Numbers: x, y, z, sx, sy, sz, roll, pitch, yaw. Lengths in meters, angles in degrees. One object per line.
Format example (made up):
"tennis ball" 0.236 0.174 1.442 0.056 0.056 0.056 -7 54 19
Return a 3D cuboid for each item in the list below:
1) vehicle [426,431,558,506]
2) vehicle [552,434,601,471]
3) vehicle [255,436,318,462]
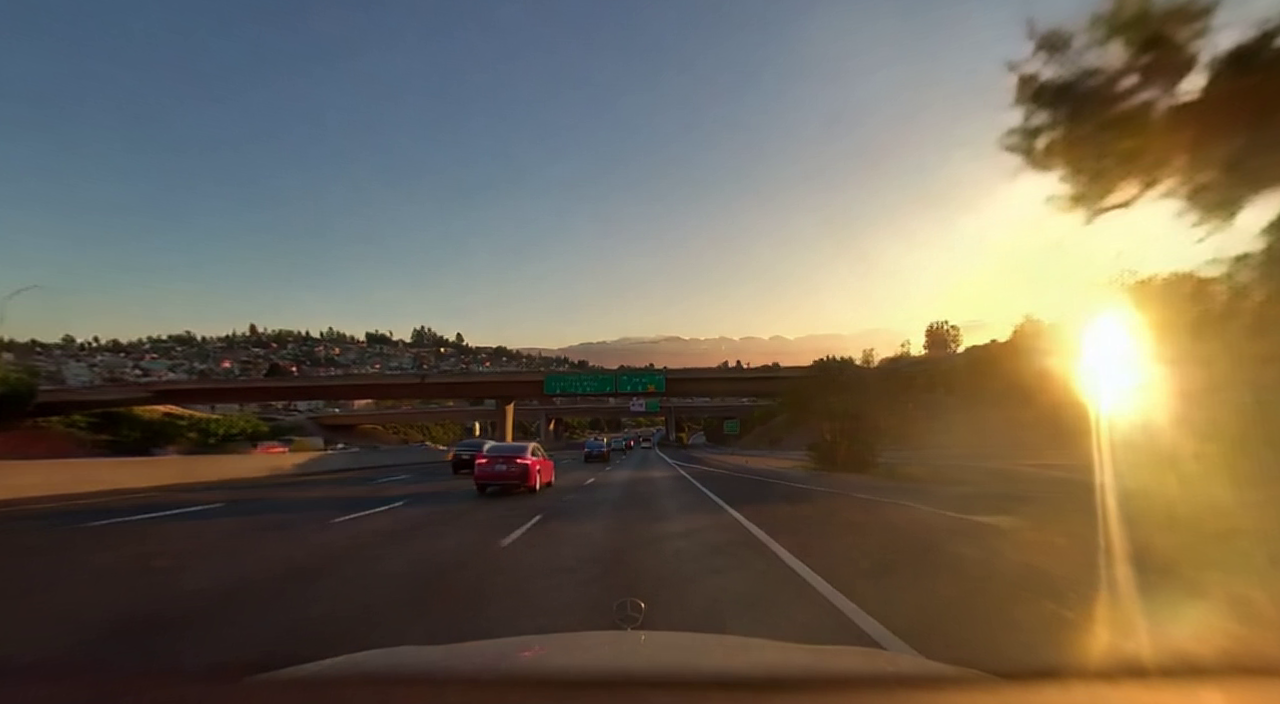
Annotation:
"vehicle" -3.548 2.903 16.169 2.210 1.628 4.586 0 -8 1
"vehicle" -3.299 5.315 33.600 2.080 1.811 4.644 0 -8 1
"vehicle" -24.652 6.781 44.191 1.839 1.700 4.364 0 -8 0
